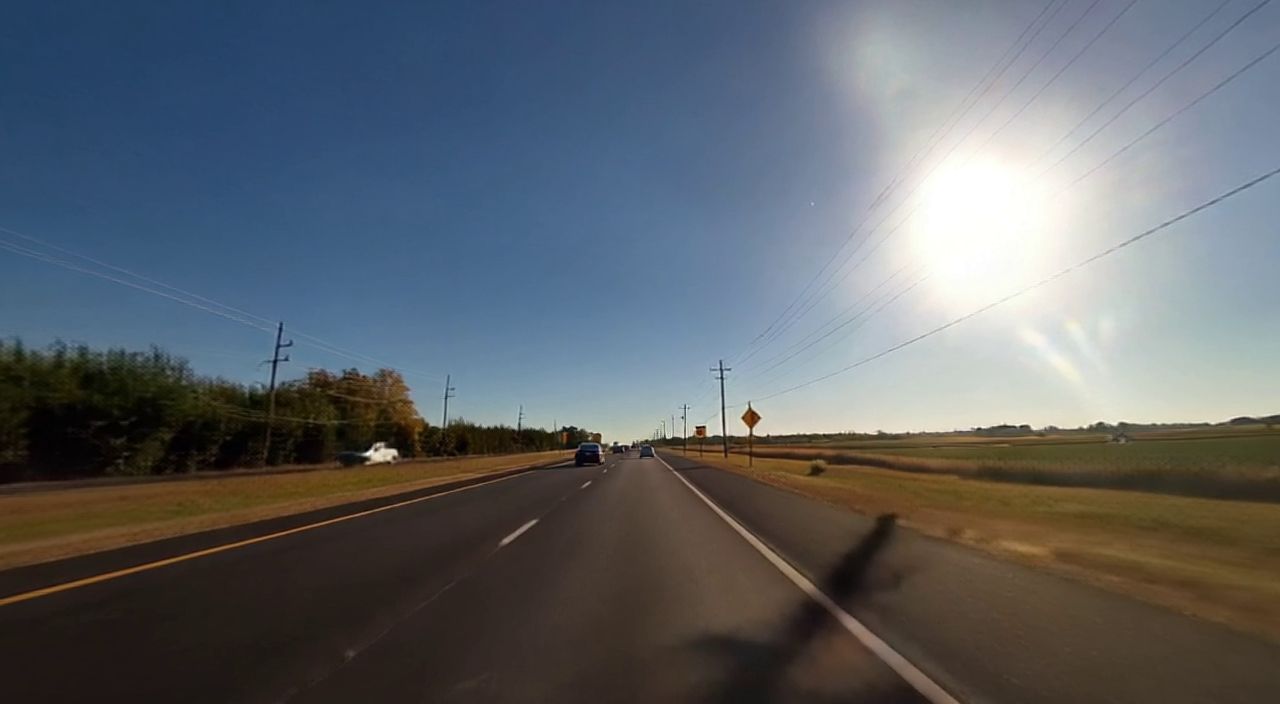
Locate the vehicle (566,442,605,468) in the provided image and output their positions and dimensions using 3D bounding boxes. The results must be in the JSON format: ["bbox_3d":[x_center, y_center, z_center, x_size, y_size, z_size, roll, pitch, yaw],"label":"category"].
[{"bbox_3d":[-3.503,6.747,41.321,2.120,1.597,4.810,0,-9,0],"label":"vehicle"}]

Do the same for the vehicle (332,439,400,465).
[{"bbox_3d":[-21.178,7.776,49.044,2.445,1.917,6.250,0,-9,1],"label":"vehicle"}]
